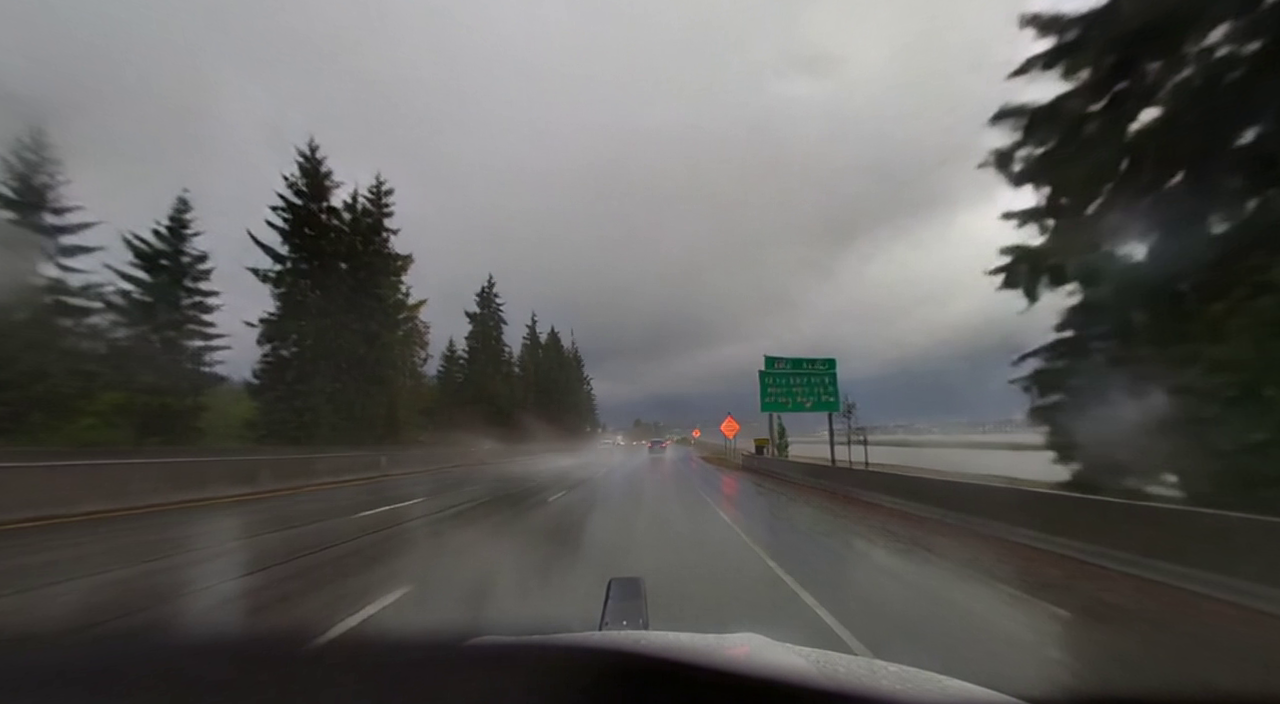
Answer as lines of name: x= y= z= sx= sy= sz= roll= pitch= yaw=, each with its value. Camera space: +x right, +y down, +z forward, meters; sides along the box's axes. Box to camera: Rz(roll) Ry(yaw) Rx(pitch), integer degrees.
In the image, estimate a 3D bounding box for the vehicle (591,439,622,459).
vehicle: x=-2.585 y=7.593 z=49.341 sx=2.118 sy=1.475 sz=4.263 roll=0 pitch=-8 yaw=2
